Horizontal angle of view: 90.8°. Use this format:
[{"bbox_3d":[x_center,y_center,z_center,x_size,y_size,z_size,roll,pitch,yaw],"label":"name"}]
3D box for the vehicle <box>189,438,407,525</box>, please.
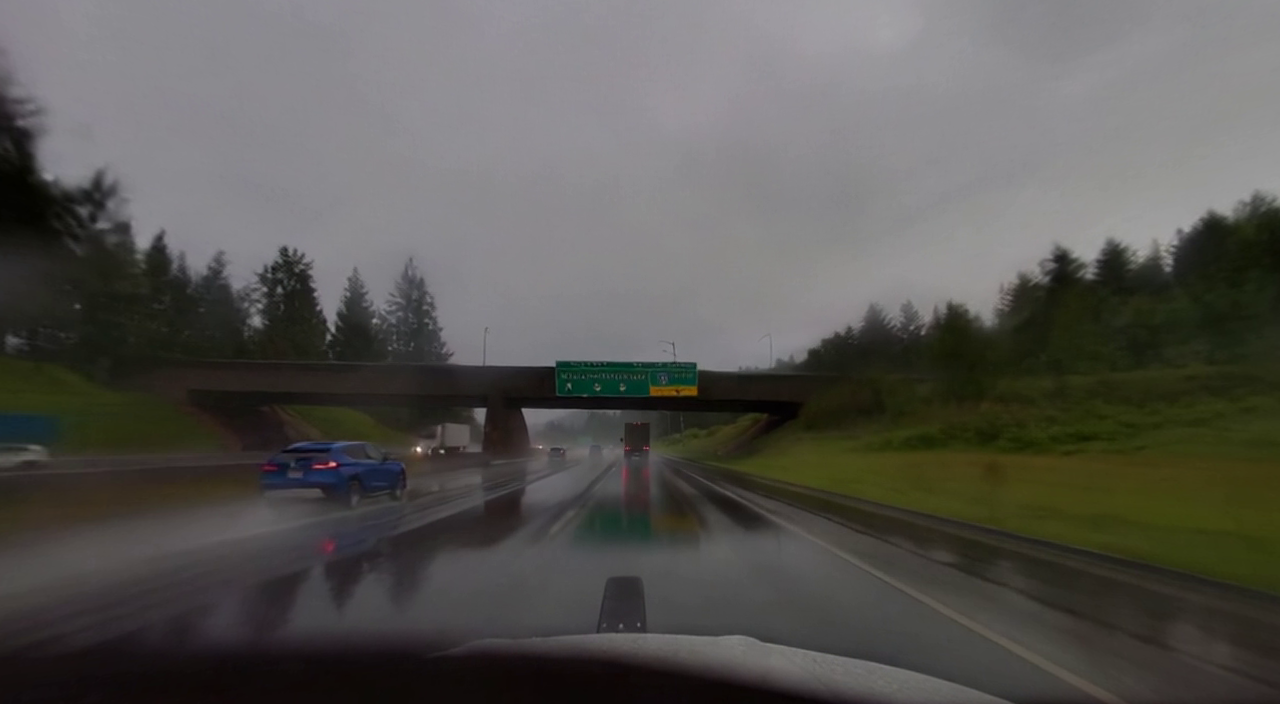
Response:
[{"bbox_3d":[-6.853,2.619,13.395,2.038,1.489,4.603,0,-9,0],"label":"vehicle"}]
